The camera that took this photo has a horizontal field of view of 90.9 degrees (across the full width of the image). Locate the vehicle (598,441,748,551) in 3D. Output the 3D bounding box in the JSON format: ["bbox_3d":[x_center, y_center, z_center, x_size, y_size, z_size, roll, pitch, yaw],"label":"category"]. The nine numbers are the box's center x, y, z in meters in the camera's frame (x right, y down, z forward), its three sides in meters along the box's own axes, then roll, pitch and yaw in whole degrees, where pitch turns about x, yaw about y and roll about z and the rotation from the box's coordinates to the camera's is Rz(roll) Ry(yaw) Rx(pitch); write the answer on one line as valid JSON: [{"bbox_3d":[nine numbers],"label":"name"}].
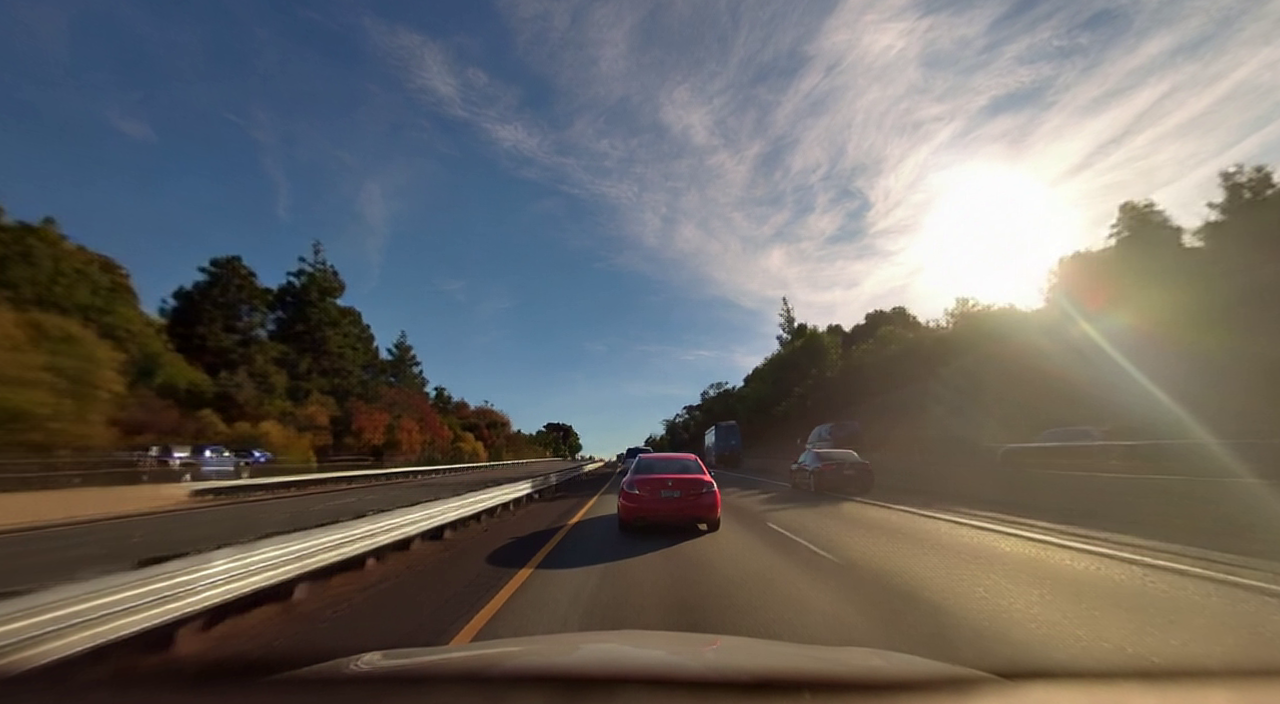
[{"bbox_3d":[0.416,2.293,10.668,2.076,1.485,3.774,0,-9,-1],"label":"vehicle"}]

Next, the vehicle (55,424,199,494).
[{"bbox_3d":[-33.521,6.961,41.714,2.902,3.981,7.819,-3,-8,0],"label":"vehicle"}]

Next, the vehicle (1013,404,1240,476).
[{"bbox_3d":[31.548,6.063,42.488,2.822,3.996,14.073,1,-9,-7],"label":"vehicle"}]

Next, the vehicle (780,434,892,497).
[{"bbox_3d":[6.331,3.725,21.024,2.177,1.827,4.565,0,-9,-1],"label":"vehicle"}]
